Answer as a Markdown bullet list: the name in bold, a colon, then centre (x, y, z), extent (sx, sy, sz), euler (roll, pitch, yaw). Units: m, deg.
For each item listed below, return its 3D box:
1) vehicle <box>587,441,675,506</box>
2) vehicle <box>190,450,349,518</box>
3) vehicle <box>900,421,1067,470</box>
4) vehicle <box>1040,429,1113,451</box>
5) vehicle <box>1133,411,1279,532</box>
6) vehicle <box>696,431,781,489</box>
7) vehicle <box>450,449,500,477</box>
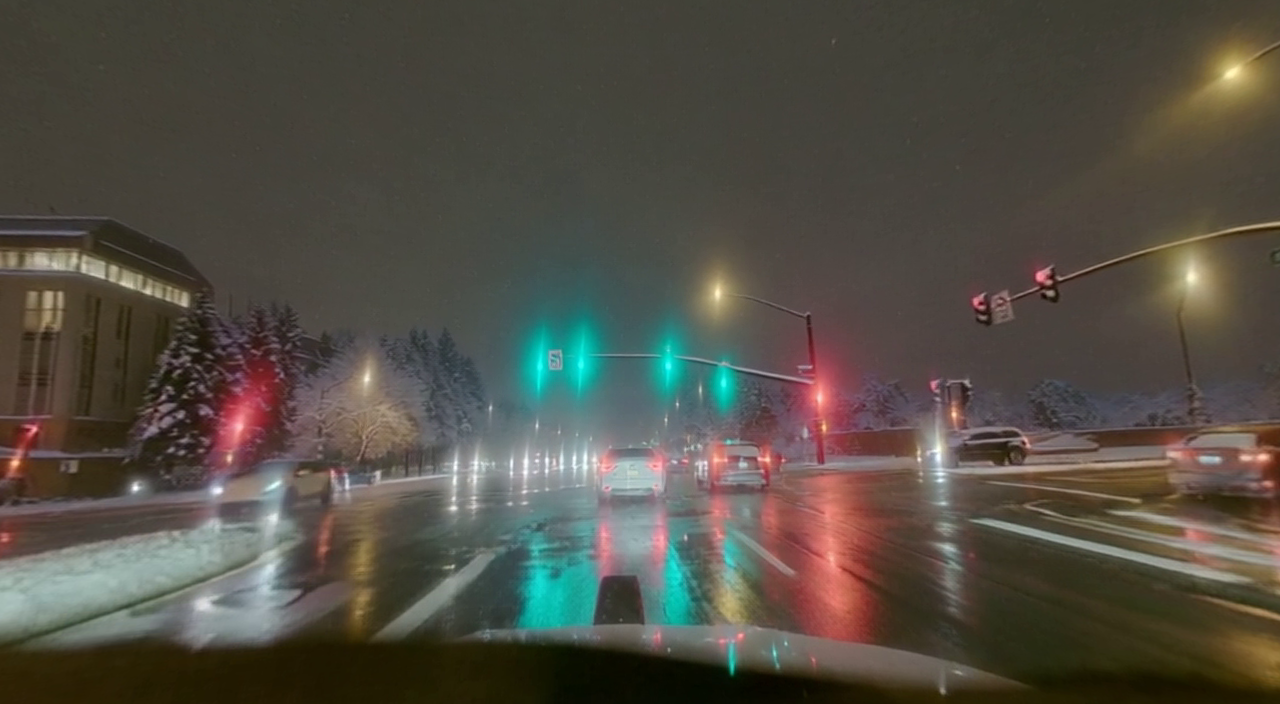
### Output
- **vehicle**: centre (-0.254, 3.126, 16.761), extent (2.034, 1.500, 3.966), euler (0, -8, -1)
- **vehicle**: centre (-11.270, 4.005, 19.733), extent (2.078, 1.795, 4.636), euler (0, -8, 1)
- **vehicle**: centre (15.155, 4.187, 28.361), extent (6.013, 2.030, 2.461), euler (-2, -9, 12)
- **vehicle**: centre (31.015, 6.294, 45.030), extent (2.032, 1.458, 4.204), euler (0, -8, -3)
- **vehicle**: centre (10.464, 2.019, 11.143), extent (2.039, 1.760, 4.319), euler (-5, -10, 29)
- **vehicle**: centre (3.241, 3.676, 21.856), extent (2.107, 1.773, 4.557), euler (0, -8, -1)
- **vehicle**: centre (-11.044, 7.455, 42.670), extent (2.102, 1.758, 4.532), euler (0, -8, 1)
